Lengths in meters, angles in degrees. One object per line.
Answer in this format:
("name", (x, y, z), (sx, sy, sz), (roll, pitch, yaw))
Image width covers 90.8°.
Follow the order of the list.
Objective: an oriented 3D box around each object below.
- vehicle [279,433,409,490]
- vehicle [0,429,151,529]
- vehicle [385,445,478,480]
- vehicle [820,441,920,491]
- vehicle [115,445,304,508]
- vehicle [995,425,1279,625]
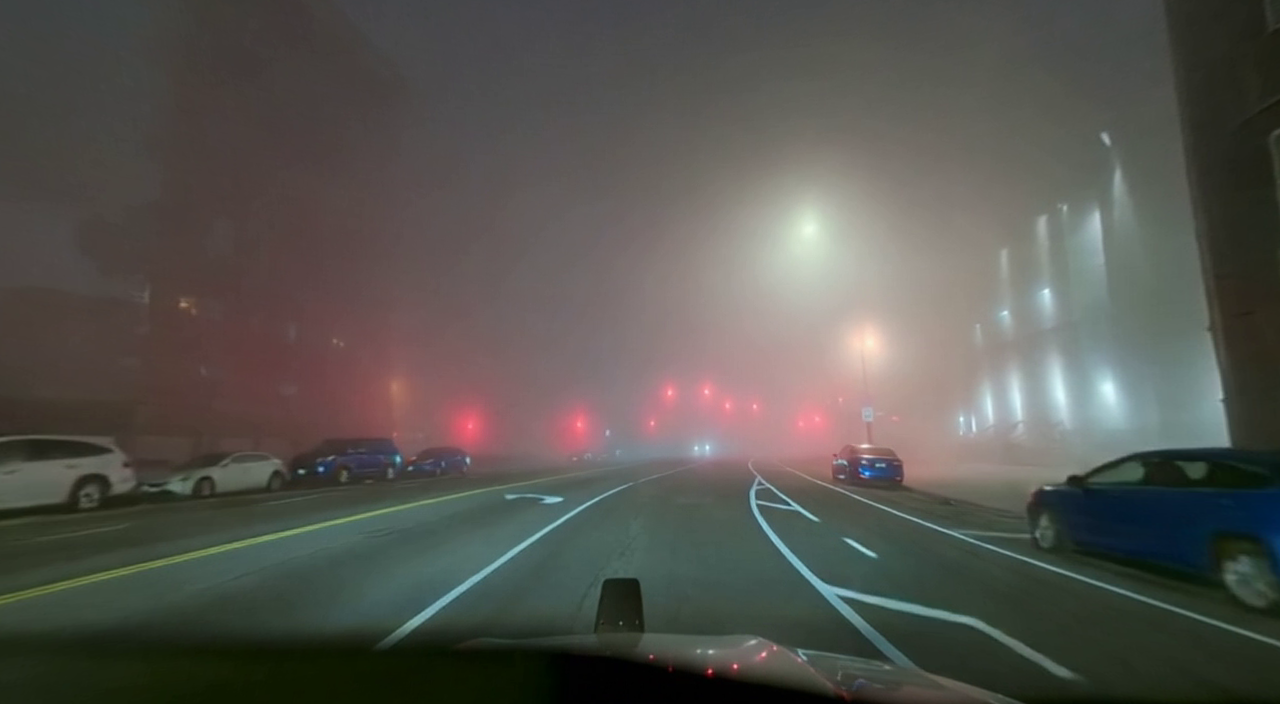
("vehicle", (-10.801, 4.019, 23.534), (2.083, 1.882, 4.642), (-1, -8, 8))
("vehicle", (-12.291, 2.372, 11.968), (1.933, 1.759, 5.002), (0, -8, 1))
("vehicle", (-9.582, 5.088, 29.481), (1.894, 1.493, 4.902), (-2, -8, 11))
("vehicle", (7.618, 3.796, 21.533), (2.010, 1.473, 5.353), (-1, -8, 7))
("vehicle", (-11.748, 3.371, 17.707), (1.830, 1.497, 4.436), (-1, -8, 7))
("vehicle", (5.987, 1.558, 6.449), (2.049, 1.517, 4.830), (0, -8, 2))
